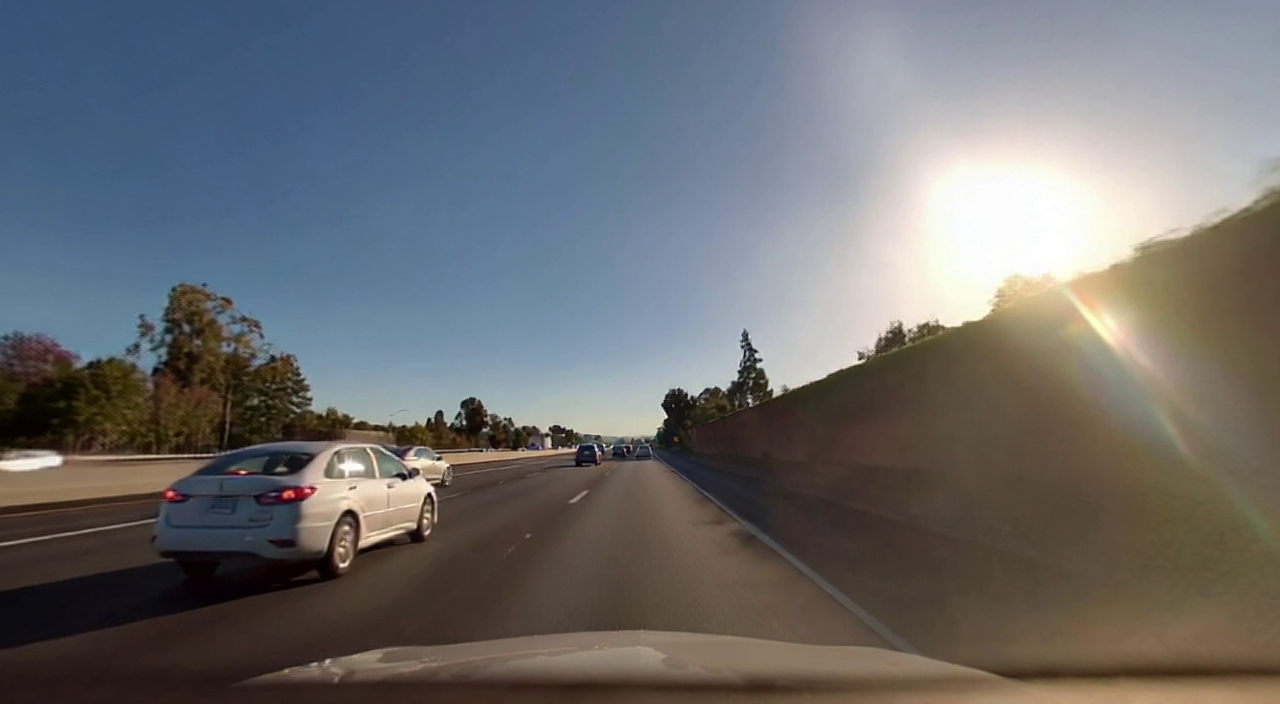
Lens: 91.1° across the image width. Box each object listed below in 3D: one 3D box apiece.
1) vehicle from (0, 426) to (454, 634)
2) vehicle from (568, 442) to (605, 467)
[{"bbox_3d":[-3.813,1.649,7.008,1.945,1.484,4.803,0,-8,1],"label":"vehicle"},{"bbox_3d":[-3.621,7.006,43.122,2.036,1.636,4.511,-1,-8,1],"label":"vehicle"}]
